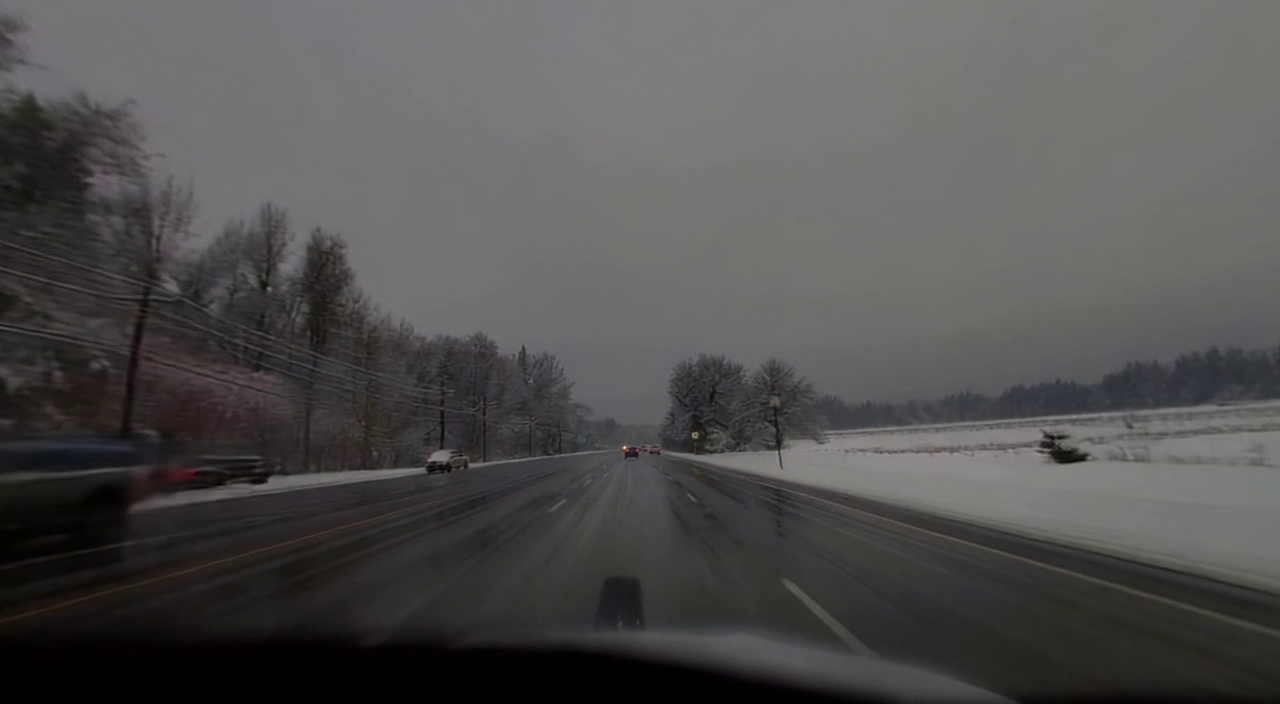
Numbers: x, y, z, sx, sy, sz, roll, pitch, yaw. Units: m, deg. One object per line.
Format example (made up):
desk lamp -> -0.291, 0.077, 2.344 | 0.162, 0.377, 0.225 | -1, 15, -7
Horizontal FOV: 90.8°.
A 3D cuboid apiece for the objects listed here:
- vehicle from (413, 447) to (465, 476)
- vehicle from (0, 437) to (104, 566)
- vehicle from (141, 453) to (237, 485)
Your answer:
vehicle -> -14.749, 8.068, 46.728 | 2.055, 1.742, 5.503 | -4, -7, 0
vehicle -> -9.717, 1.900, 7.764 | 2.365, 1.697, 4.391 | 0, -9, 0
vehicle -> -24.550, 6.382, 34.503 | 3.658, 1.605, 1.985 | -1, -9, 0
